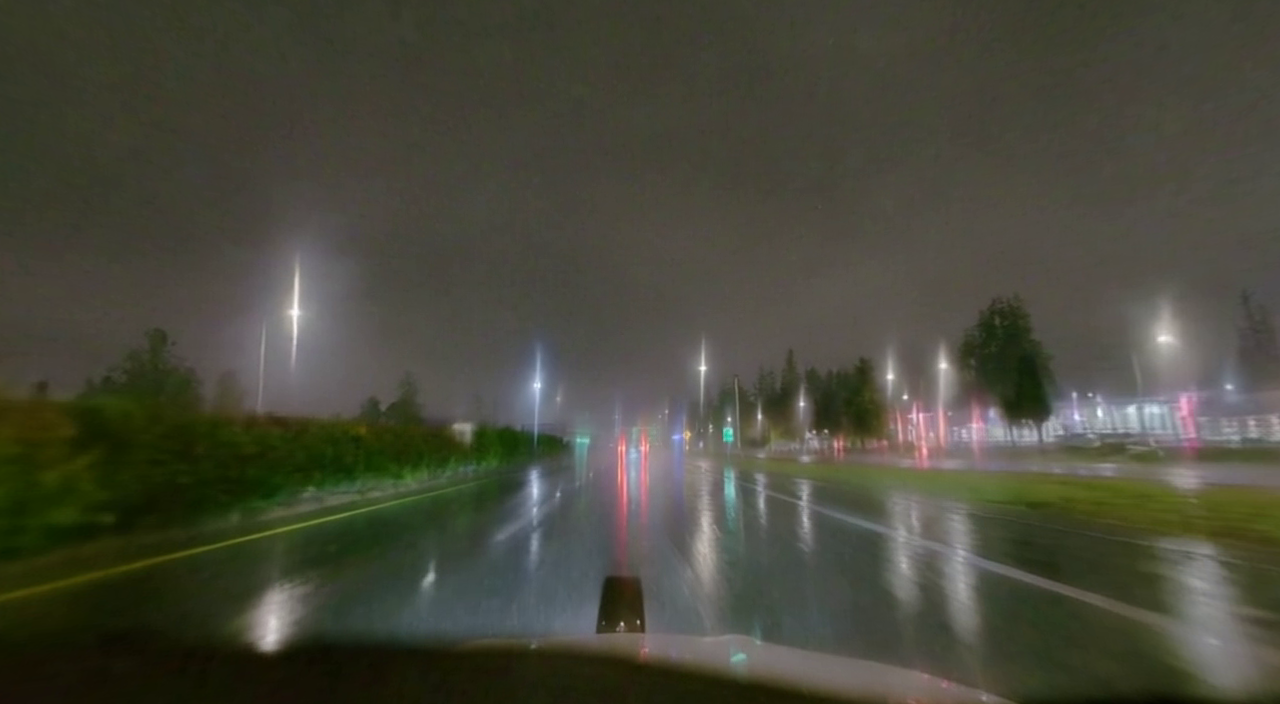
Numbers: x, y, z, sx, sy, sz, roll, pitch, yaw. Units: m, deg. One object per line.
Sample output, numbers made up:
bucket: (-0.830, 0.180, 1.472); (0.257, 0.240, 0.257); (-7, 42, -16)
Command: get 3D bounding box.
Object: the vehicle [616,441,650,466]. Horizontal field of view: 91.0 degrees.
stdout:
vehicle: (-0.448, 6.706, 41.620); (2.110, 1.555, 4.431); (1, -9, 0)
